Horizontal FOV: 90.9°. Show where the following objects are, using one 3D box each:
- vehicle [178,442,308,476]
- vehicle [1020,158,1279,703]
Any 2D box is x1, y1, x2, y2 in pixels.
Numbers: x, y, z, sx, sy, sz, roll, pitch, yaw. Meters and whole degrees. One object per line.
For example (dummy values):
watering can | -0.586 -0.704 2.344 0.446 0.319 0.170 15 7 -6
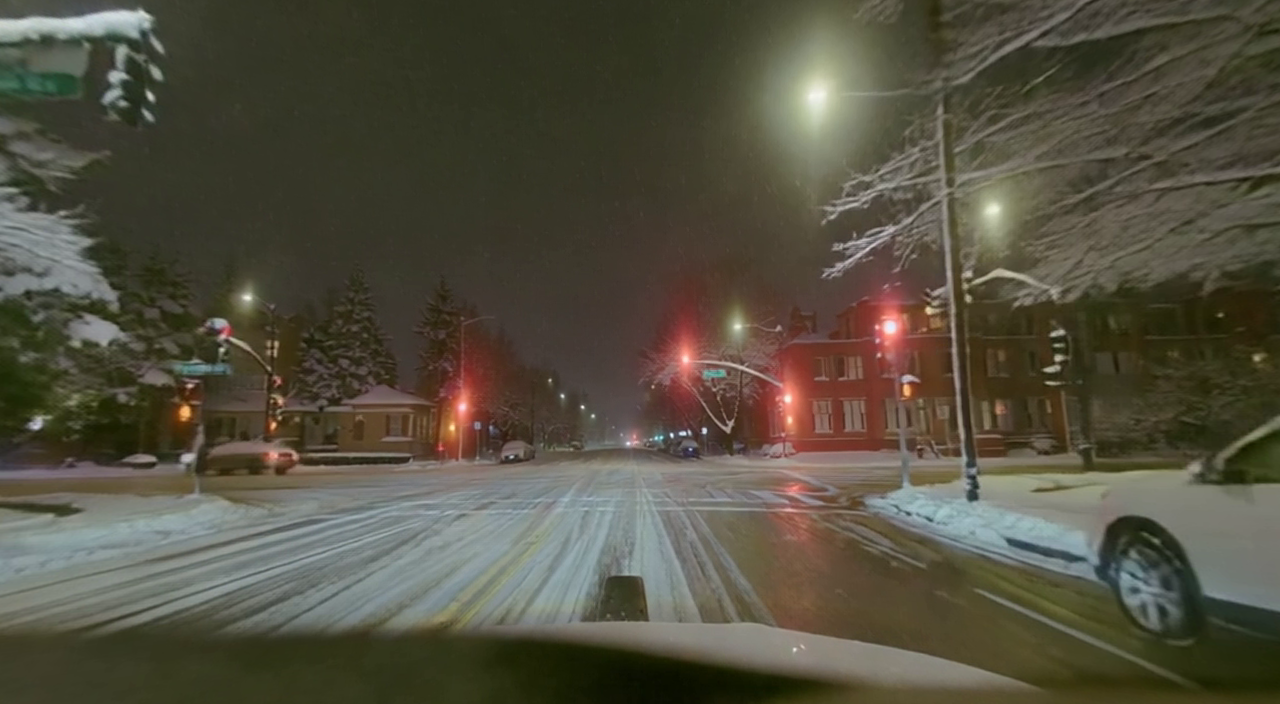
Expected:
vehicle | -18.020 4.869 28.755 4.606 1.452 1.917 0 -8 0
vehicle | 4.476 0.352 2.729 2.398 2.806 4.857 0 -8 -2
